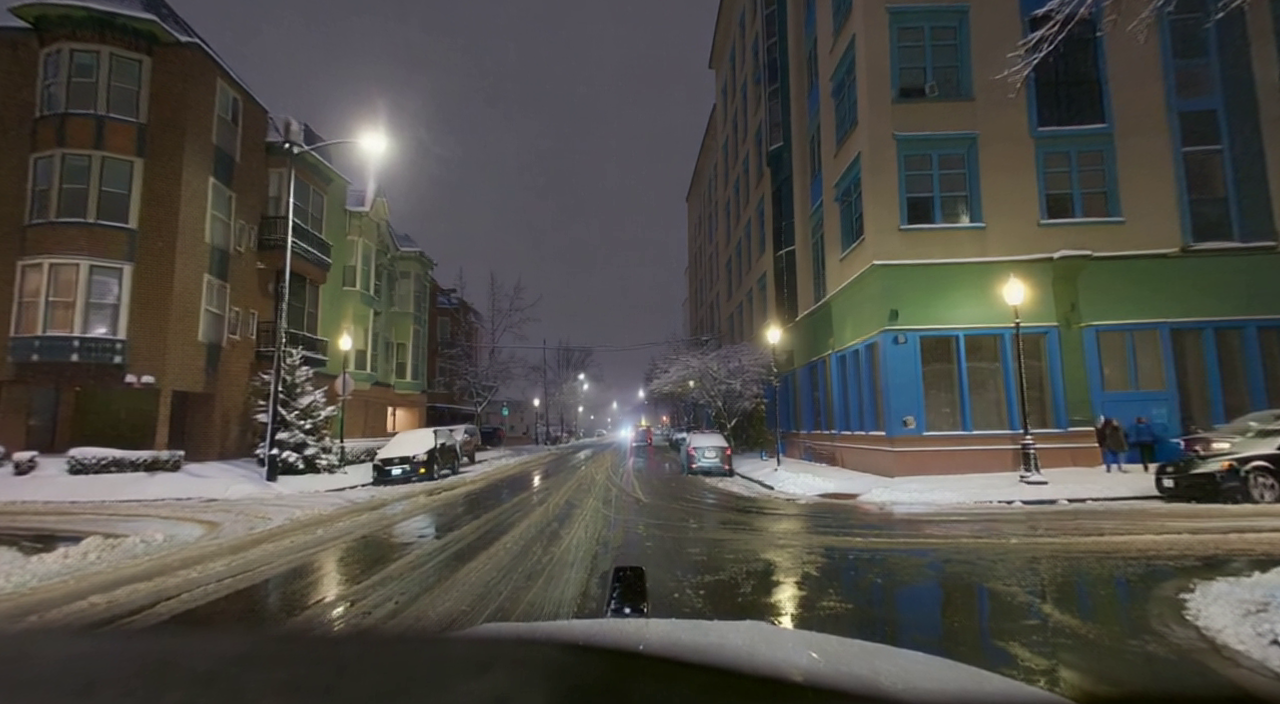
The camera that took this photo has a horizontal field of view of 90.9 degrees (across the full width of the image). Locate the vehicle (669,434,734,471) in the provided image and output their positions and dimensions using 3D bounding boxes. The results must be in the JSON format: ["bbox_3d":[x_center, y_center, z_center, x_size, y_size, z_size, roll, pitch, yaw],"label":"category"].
[{"bbox_3d":[2.529,4.311,27.153,2.290,1.456,4.503,0,-8,-1],"label":"vehicle"}]

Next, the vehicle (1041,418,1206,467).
[{"bbox_3d":[15.330,2.897,20.142,3.752,1.453,1.709,0,-9,2],"label":"vehicle"}]

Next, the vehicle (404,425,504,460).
[{"bbox_3d":[-11.441,5.591,38.875,5.540,1.950,2.113,4,-12,-28],"label":"vehicle"}]
